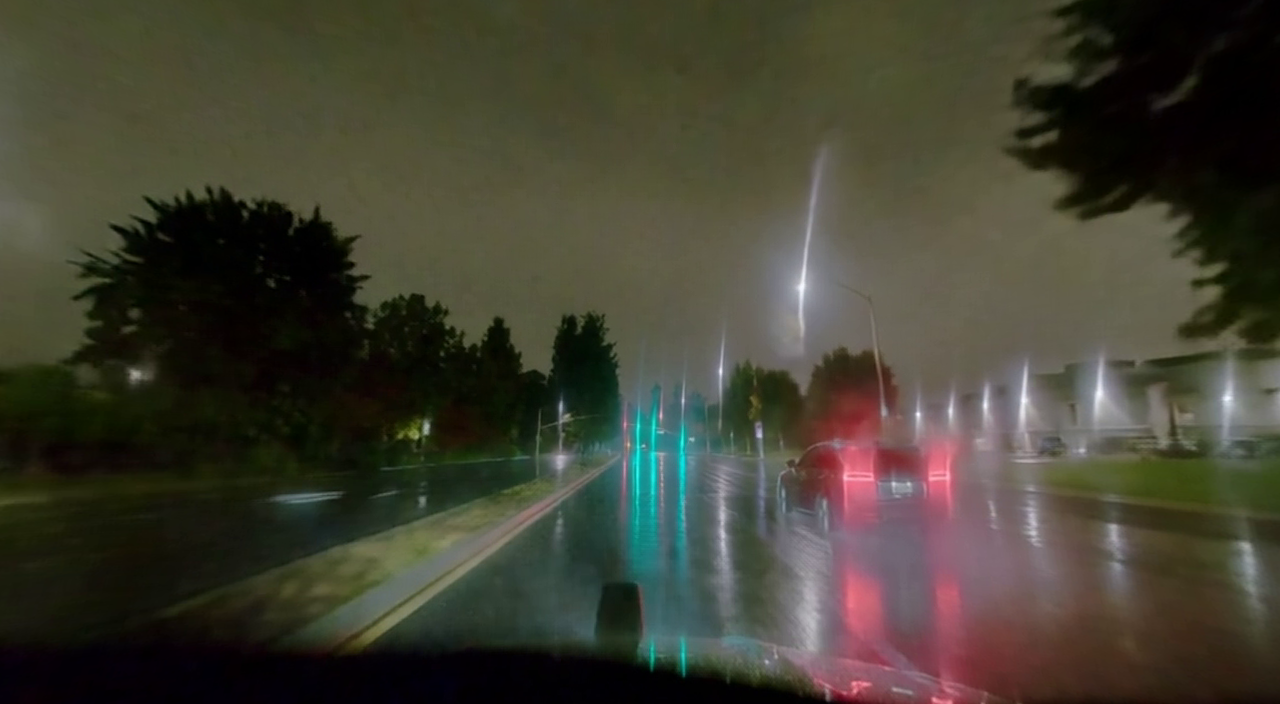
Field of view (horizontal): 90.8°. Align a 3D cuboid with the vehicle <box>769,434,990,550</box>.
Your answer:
[{"bbox_3d":[3.454,2.071,10.065,1.852,1.453,4.083,0,-8,-1],"label":"vehicle"}]
